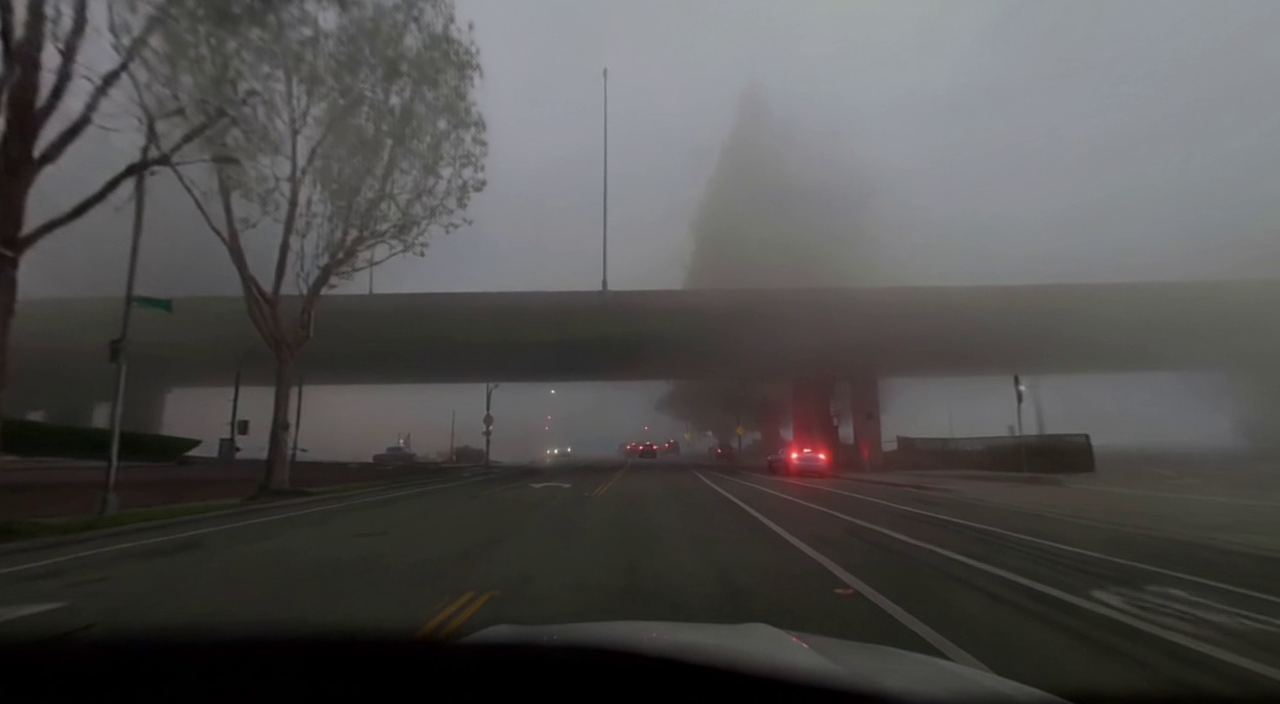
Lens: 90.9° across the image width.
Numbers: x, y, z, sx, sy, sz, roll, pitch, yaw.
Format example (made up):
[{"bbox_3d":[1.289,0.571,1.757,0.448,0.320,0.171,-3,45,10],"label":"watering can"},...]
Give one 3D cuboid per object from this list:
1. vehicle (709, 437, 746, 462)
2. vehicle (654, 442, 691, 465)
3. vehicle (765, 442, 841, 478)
[{"bbox_3d":[6.874,7.709,49.911,2.154,1.915,4.908,0,-9,-1],"label":"vehicle"},{"bbox_3d":[2.111,6.757,42.003,2.280,1.475,4.051,0,-9,0],"label":"vehicle"},{"bbox_3d":[7.043,4.690,27.720,2.035,1.435,4.481,0,-9,-1],"label":"vehicle"}]
